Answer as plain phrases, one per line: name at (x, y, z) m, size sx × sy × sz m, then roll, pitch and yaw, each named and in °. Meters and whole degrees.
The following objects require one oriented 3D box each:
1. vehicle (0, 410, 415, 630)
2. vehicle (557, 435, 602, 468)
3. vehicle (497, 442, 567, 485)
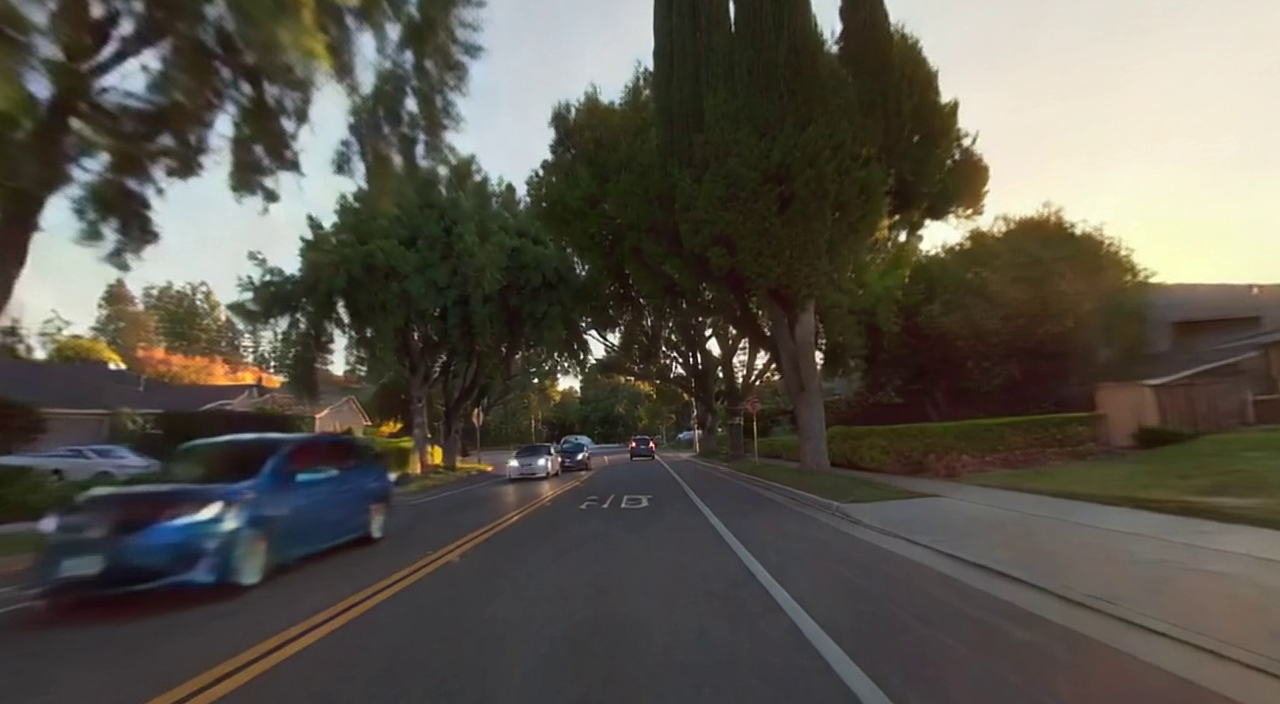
vehicle at (-4.460, 1.634, 7.208) m, size 2.069 × 1.707 × 4.385 m, roll 0°, pitch -8°, yaw 1°
vehicle at (-3.882, 6.471, 41.163) m, size 2.267 × 1.975 × 5.112 m, roll 0°, pitch -8°, yaw 2°
vehicle at (-4.109, 4.303, 24.681) m, size 1.905 × 1.510 × 4.172 m, roll 0°, pitch -8°, yaw 1°
